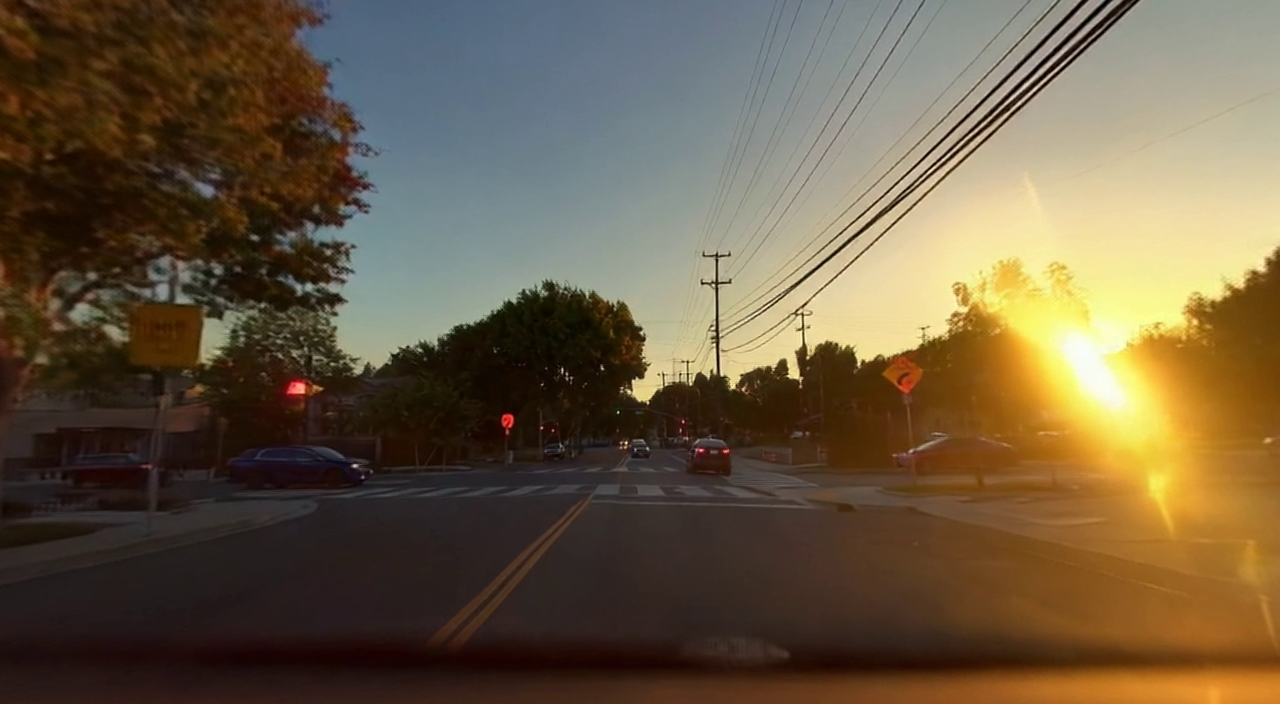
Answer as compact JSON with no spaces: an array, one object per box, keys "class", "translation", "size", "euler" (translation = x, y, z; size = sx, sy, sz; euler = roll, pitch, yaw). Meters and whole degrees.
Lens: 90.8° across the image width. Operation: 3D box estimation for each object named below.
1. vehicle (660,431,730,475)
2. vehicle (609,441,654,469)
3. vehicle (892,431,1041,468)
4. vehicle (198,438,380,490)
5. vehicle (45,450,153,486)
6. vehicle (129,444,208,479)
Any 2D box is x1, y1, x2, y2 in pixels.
[{"class":"vehicle","translation":[2.499,4.799,30.293],"size":[2.553,1.868,5.536],"euler":[0,-8,-3]},{"class":"vehicle","translation":[-0.514,5.566,34.383],"size":[1.874,1.427,3.976],"euler":[1,-9,-9]},{"class":"vehicle","translation":[13.035,3.933,25.468],"size":[4.872,1.400,1.955],"euler":[-1,-8,3]},{"class":"vehicle","translation":[-13.817,4.428,25.249],"size":[5.866,1.904,2.197],"euler":[1,-8,-6]},{"class":"vehicle","translation":[-29.218,6.249,34.356],"size":[2.085,1.763,4.658],"euler":[1,-8,-6]},{"class":"vehicle","translation":[-30.287,7.002,40.767],"size":[2.087,2.103,4.490],"euler":[1,-8,-8]}]
